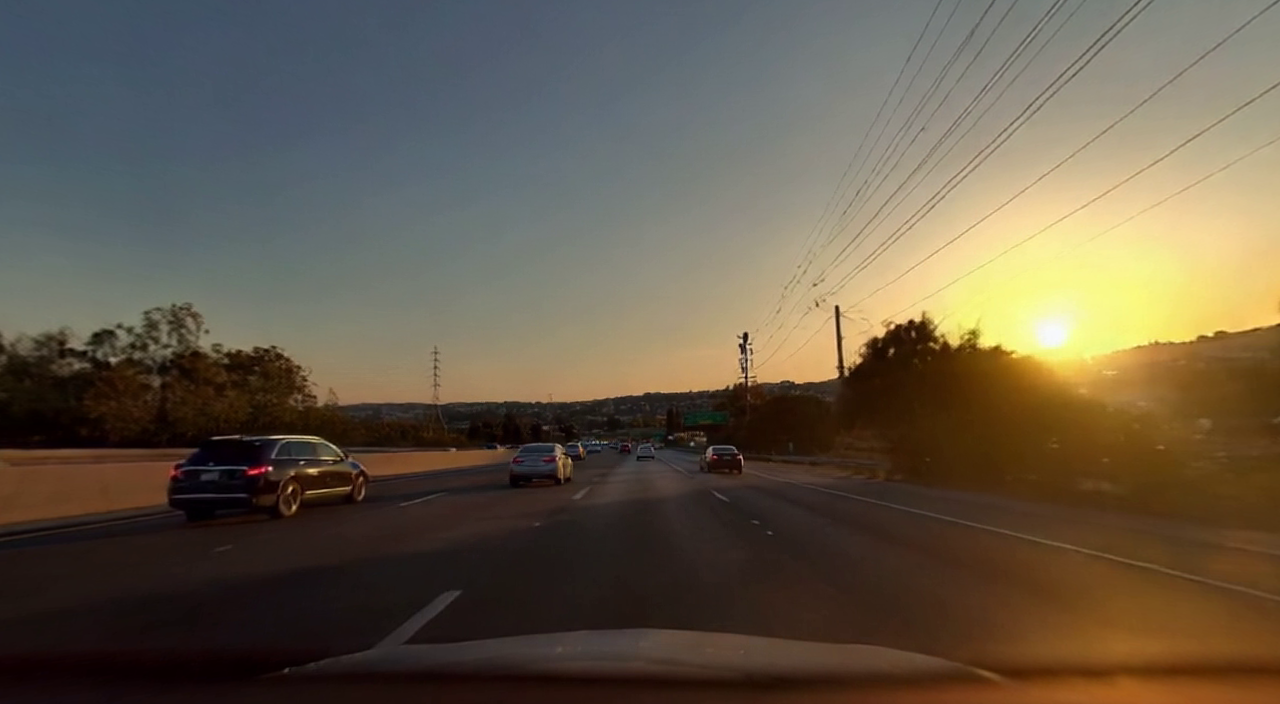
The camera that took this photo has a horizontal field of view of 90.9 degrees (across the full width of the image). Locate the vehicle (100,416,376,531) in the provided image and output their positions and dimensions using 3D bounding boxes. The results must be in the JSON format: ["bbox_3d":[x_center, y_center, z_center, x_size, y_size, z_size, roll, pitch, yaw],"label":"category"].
[{"bbox_3d":[-7.399,2.276,12.456,2.162,1.805,4.853,0,-8,1],"label":"vehicle"}]

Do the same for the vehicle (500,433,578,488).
[{"bbox_3d":[-3.362,3.718,21.841,1.961,1.704,4.052,0,-8,1],"label":"vehicle"}]

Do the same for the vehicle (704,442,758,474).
[{"bbox_3d":[4.432,5.212,31.221,1.964,1.479,4.252,0,-8,-1],"label":"vehicle"}]
